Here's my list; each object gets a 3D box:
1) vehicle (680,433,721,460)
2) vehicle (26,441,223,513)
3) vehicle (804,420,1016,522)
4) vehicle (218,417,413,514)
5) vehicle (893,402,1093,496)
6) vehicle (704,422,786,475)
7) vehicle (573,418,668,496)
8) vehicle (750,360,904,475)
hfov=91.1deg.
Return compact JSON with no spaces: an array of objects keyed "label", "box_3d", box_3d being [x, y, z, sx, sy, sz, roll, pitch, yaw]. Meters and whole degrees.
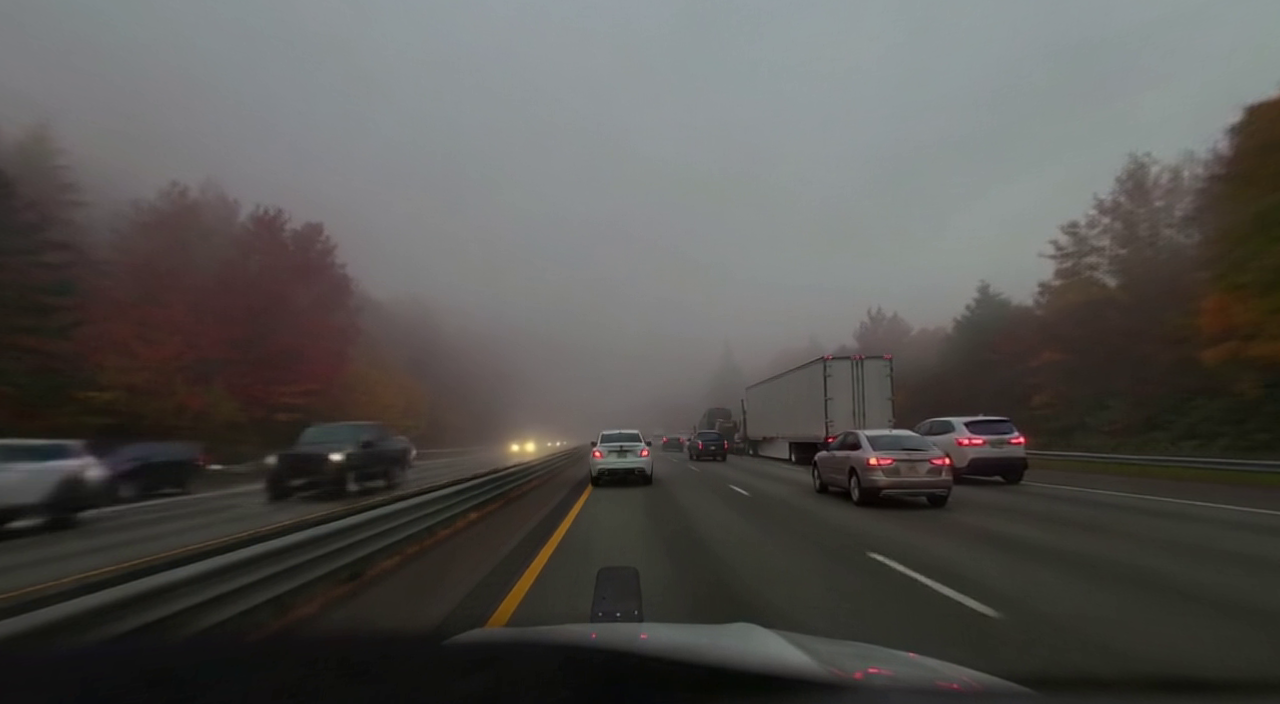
[{"label":"vehicle","box_3d":[3.456,5.448,36.425,1.865,1.471,3.916,0,-8,-2]},{"label":"vehicle","box_3d":[-15.038,3.607,18.781,2.016,1.837,4.553,0,-8,0]},{"label":"vehicle","box_3d":[4.611,2.065,11.564,2.040,1.523,4.068,0,-8,-1]},{"label":"vehicle","box_3d":[-7.927,2.787,16.177,2.243,2.051,5.305,0,-8,-1]},{"label":"vehicle","box_3d":[8.443,2.371,15.704,2.116,1.965,4.691,0,-8,-2]},{"label":"vehicle","box_3d":[3.615,3.421,22.461,2.147,1.707,3.963,0,-8,-2]},{"label":"vehicle","box_3d":[-0.488,2.613,16.115,2.087,1.709,4.455,0,-8,-1]},{"label":"vehicle","box_3d":[7.814,3.178,29.125,2.867,4.066,13.802,0,-7,0]}]
